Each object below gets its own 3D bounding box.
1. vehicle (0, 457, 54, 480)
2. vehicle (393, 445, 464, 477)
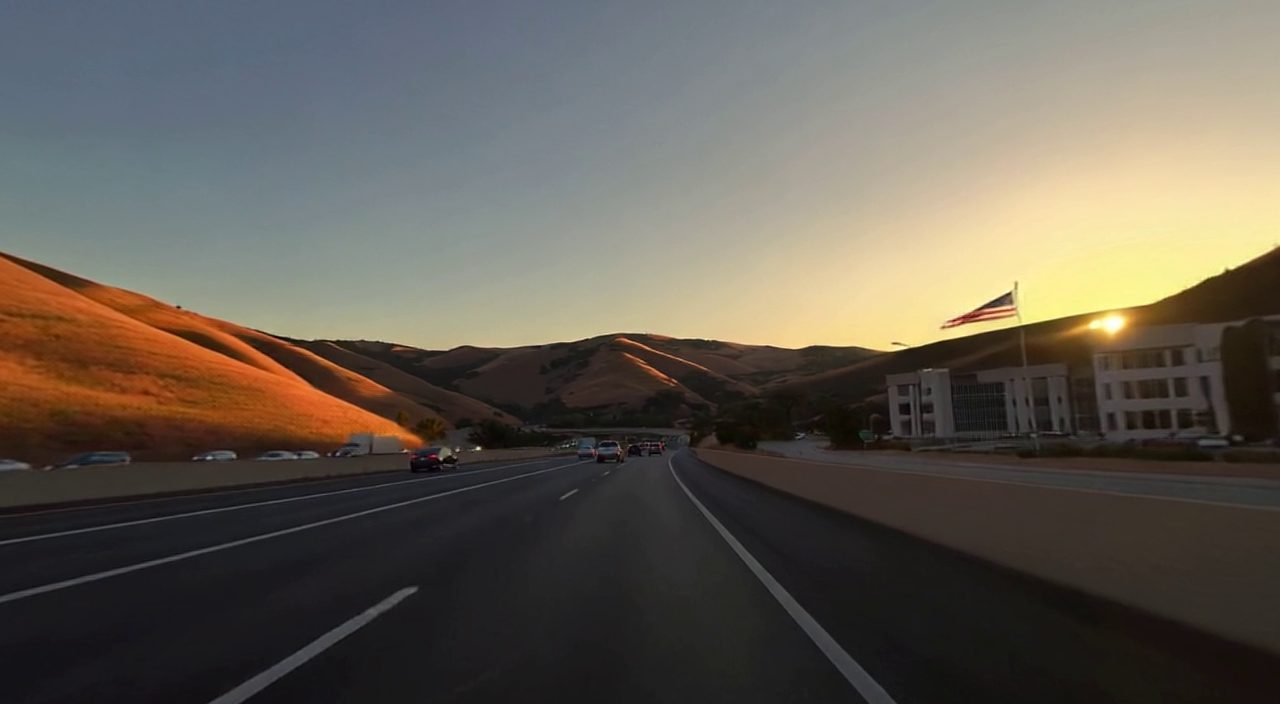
[{"bbox_3d":[-41.843,7.755,42.082,1.663,1.425,3.819,0,-8,1],"label":"vehicle"},{"bbox_3d":[-10.724,5.536,32.345,1.927,1.454,4.395,-1,-8,2],"label":"vehicle"}]
